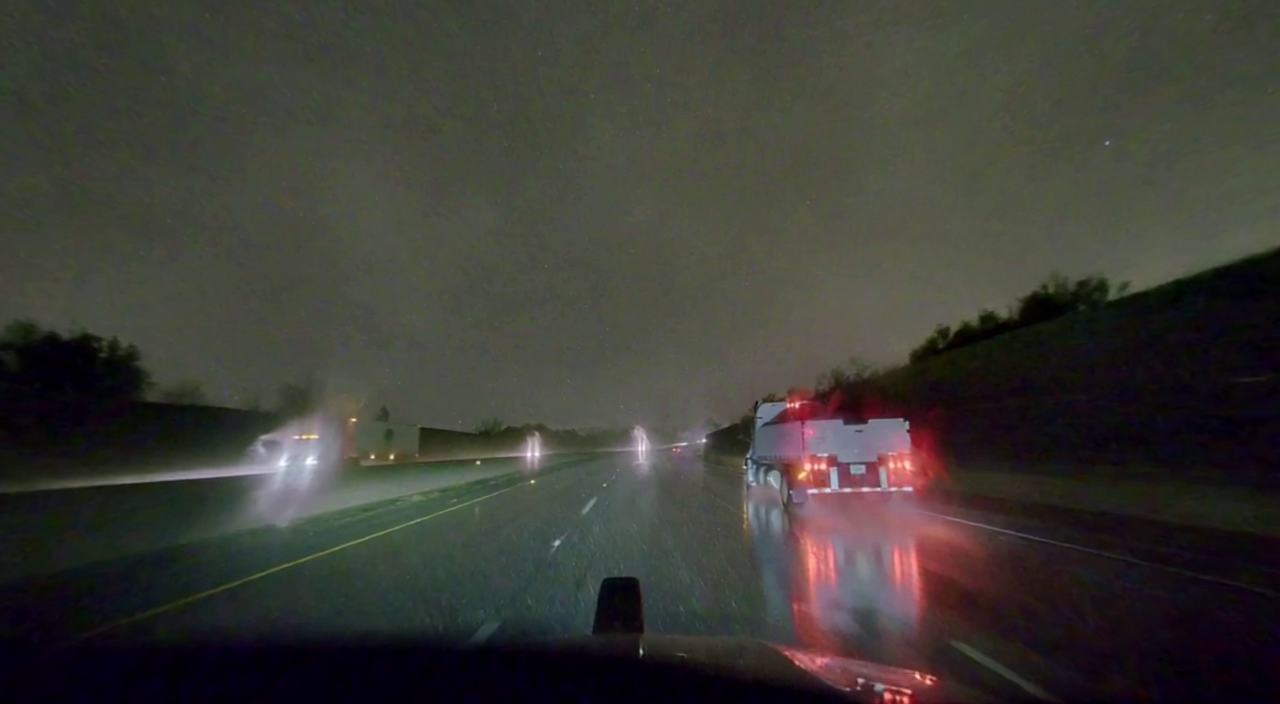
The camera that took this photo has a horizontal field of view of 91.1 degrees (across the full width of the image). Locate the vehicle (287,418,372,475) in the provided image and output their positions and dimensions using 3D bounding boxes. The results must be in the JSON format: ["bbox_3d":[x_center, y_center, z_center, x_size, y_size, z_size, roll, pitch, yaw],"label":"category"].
[{"bbox_3d":[-23.324,7.195,47.668,3.156,4.015,5.992,-1,-9,1],"label":"vehicle"}]

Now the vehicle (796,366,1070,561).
[{"bbox_3d":[4.248,1.730,10.174,2.215,2.461,4.234,0,-9,-2],"label":"vehicle"}]
